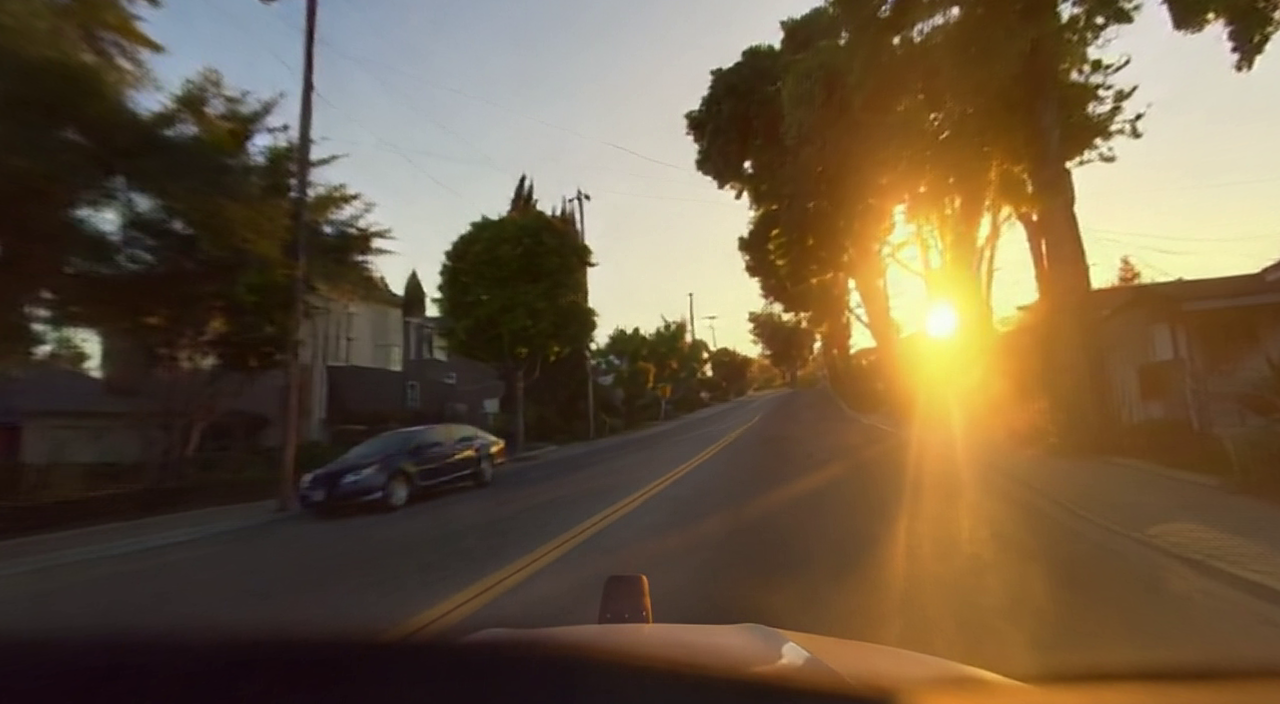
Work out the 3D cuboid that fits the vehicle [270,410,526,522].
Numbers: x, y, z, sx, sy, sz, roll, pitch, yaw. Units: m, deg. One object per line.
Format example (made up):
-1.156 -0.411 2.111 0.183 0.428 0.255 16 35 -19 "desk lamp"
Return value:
-4.325 2.032 12.469 2.032 1.595 5.289 -3 -5 14 "vehicle"
